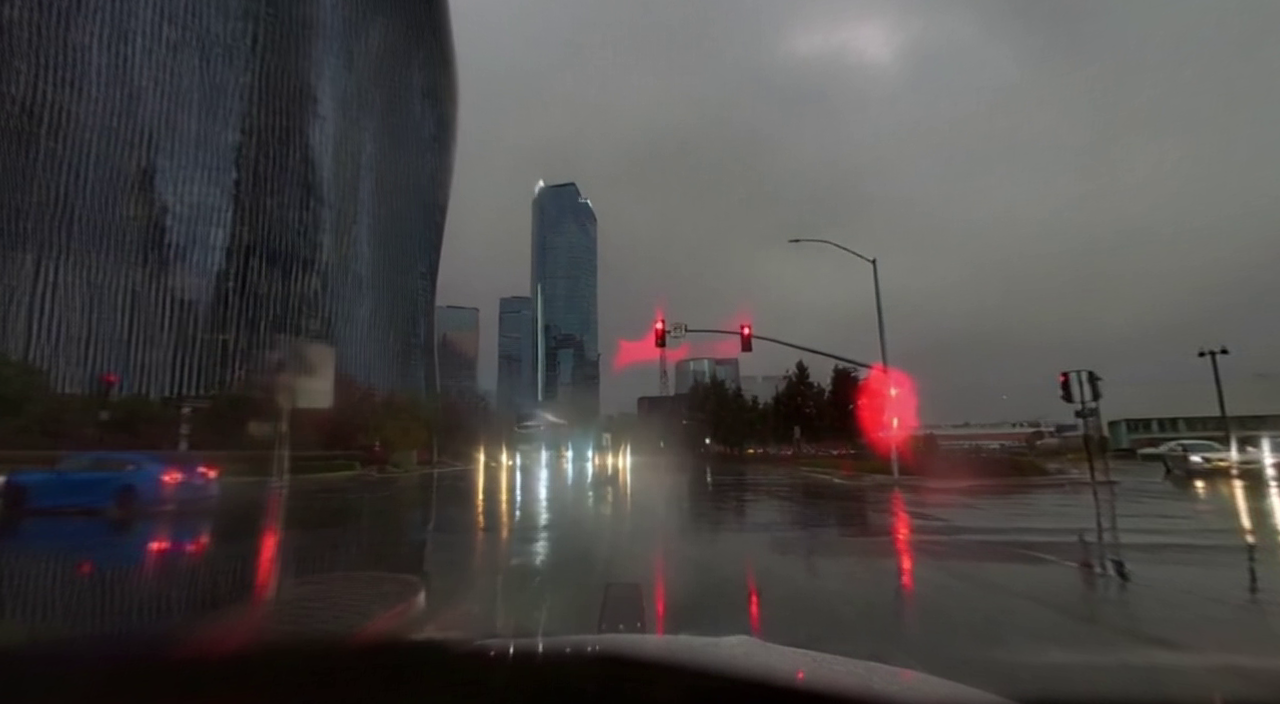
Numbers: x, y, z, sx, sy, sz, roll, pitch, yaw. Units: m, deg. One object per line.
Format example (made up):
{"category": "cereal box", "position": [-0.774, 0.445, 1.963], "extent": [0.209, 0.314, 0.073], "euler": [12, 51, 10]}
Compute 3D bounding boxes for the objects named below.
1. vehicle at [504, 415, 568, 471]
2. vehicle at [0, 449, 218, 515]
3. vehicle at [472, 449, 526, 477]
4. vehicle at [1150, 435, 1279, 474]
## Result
{"category": "vehicle", "position": [-7.920, 7.198, 49.652], "extent": [3.109, 3.888, 11.000], "euler": [0, -9, 0]}
{"category": "vehicle", "position": [-13.630, 3.279, 16.237], "extent": [4.197, 1.525, 2.014], "euler": [-1, -9, 10]}
{"category": "vehicle", "position": [-8.432, 6.664, 37.979], "extent": [2.113, 1.535, 4.504], "euler": [0, -9, 1]}
{"category": "vehicle", "position": [24.290, 4.281, 26.504], "extent": [2.021, 1.484, 4.454], "euler": [0, -9, 2]}
